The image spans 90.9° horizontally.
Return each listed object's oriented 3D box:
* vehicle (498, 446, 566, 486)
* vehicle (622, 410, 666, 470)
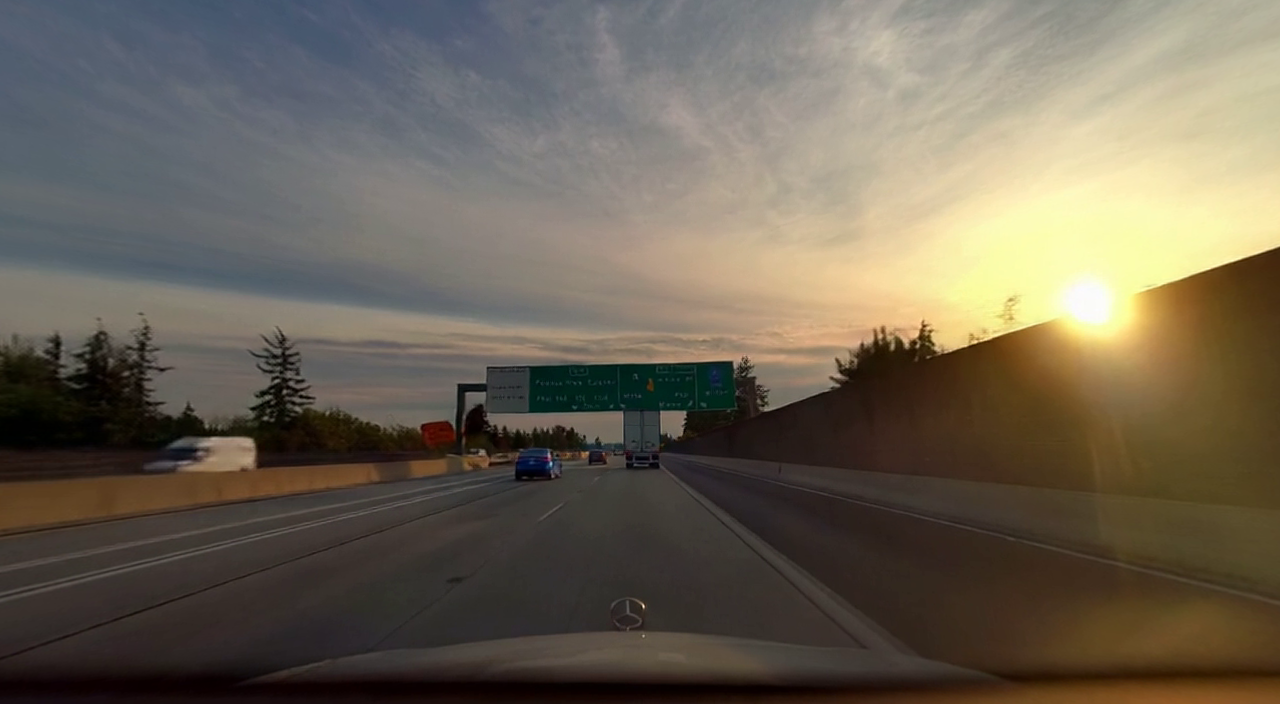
[{"bbox_3d":[-4.418,4.718,26.462,1.977,1.478,4.702,0,-9,1],"label":"vehicle"},{"bbox_3d":[0.373,6.738,47.854,2.980,4.051,10.359,0,-9,1],"label":"vehicle"}]
